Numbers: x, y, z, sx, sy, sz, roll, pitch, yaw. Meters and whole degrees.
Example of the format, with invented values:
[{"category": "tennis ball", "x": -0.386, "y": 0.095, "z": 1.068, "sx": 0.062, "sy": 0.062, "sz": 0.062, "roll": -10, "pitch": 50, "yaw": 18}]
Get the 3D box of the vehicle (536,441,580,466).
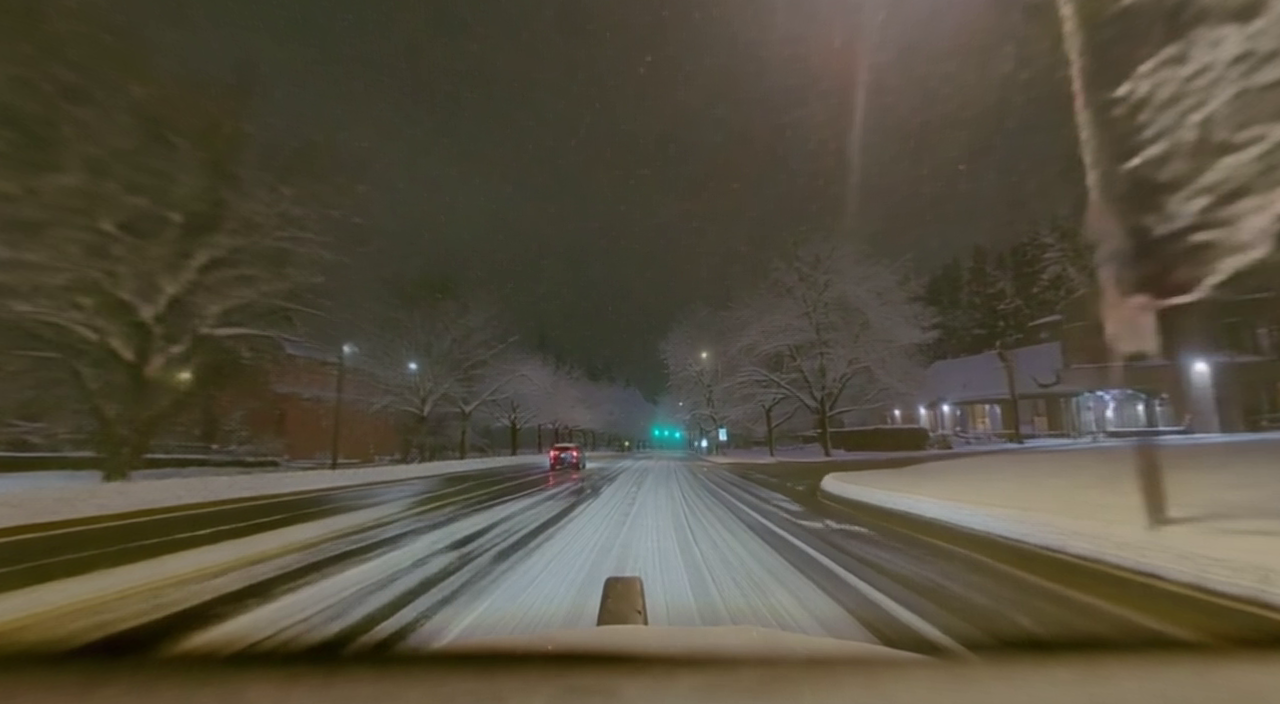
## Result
[{"category": "vehicle", "x": -5.182, "y": 6.483, "z": 40.536, "sx": 1.945, "sy": 1.461, "sz": 4.605, "roll": -1, "pitch": -8, "yaw": 4}]
